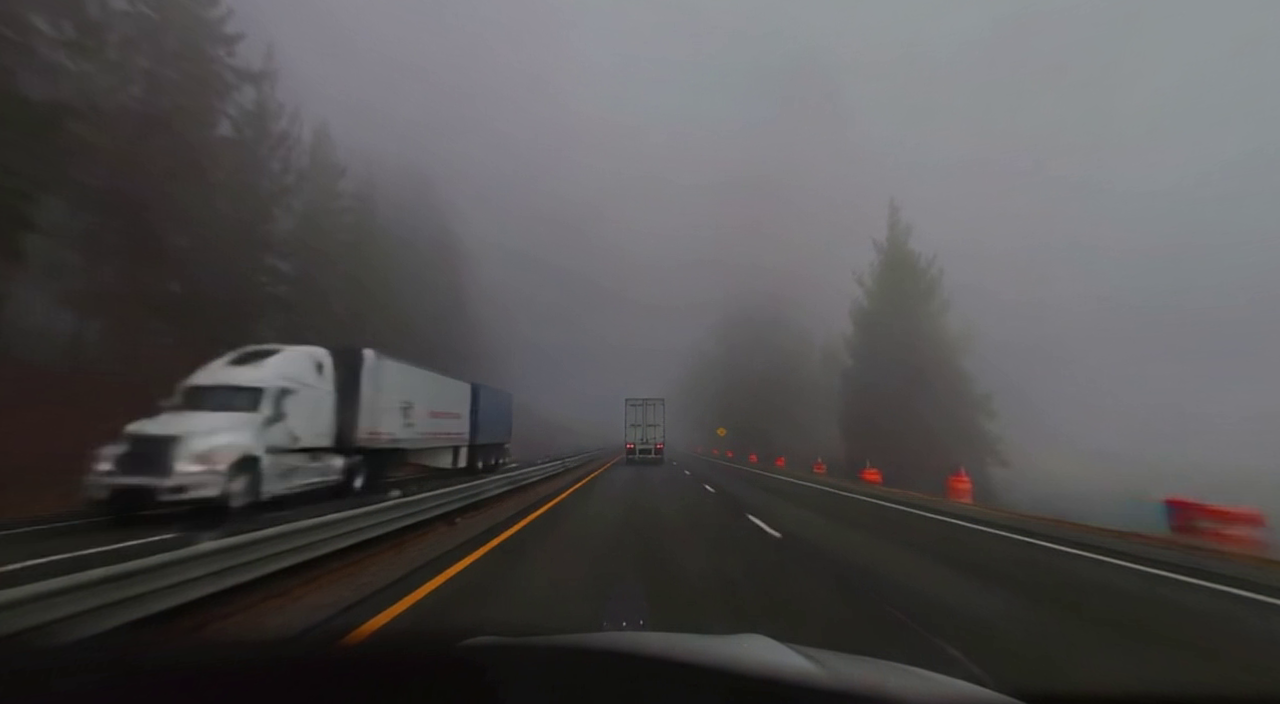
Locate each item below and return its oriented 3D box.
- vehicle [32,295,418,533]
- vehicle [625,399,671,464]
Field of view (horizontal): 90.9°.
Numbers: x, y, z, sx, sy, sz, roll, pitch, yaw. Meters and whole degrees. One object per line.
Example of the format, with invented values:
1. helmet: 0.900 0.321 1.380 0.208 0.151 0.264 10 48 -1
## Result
1. vehicle: -8.492 1.656 15.081 3.025 4.018 8.862 0 -8 1
2. vehicle: 0.376 5.870 45.597 2.935 4.068 11.036 0 -8 -1
